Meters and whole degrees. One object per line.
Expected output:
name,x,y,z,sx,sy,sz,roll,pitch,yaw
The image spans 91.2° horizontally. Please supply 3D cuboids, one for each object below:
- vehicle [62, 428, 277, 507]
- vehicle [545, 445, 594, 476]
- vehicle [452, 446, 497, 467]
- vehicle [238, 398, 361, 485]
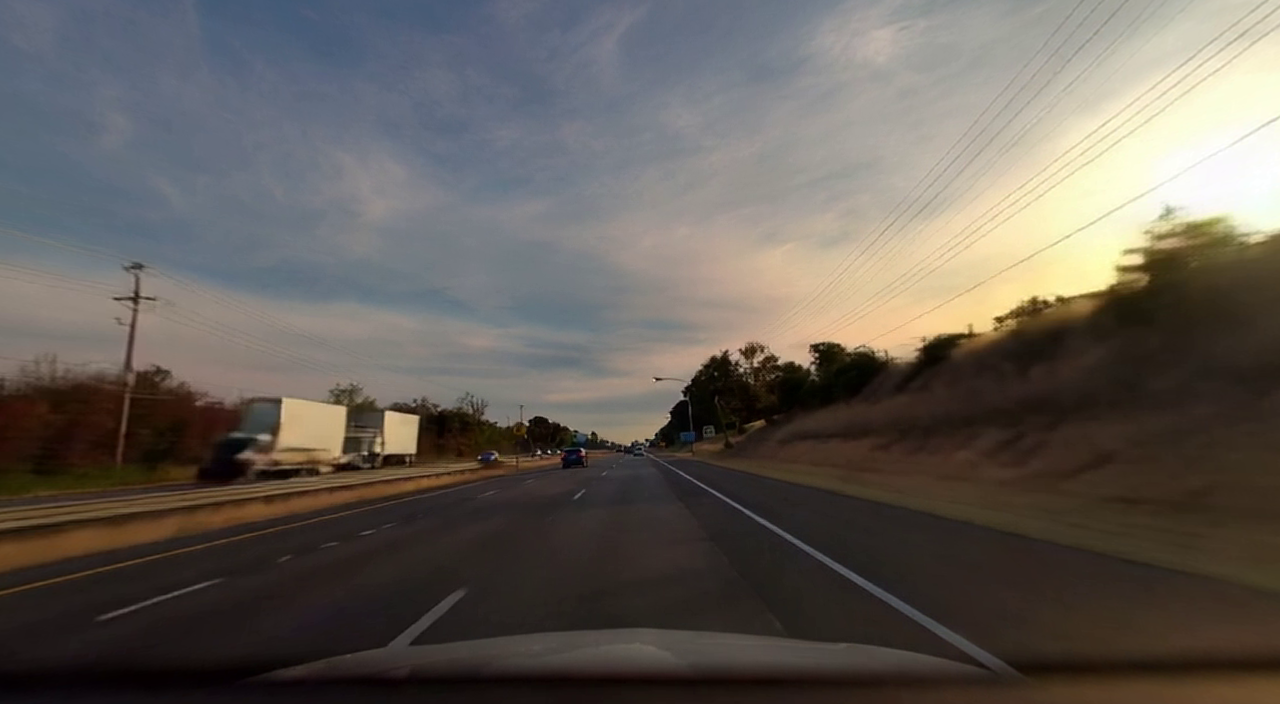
vehicle,-12.334,3.049,16.973,2.144,1.816,4.673,0,-9,0
vehicle,-3.722,5.801,33.816,2.123,1.545,4.404,0,-9,0
vehicle,-12.382,7.855,47.247,2.162,1.491,4.265,0,-9,1
vehicle,-17.081,4.596,32.034,2.960,3.980,5.841,0,-9,-1
